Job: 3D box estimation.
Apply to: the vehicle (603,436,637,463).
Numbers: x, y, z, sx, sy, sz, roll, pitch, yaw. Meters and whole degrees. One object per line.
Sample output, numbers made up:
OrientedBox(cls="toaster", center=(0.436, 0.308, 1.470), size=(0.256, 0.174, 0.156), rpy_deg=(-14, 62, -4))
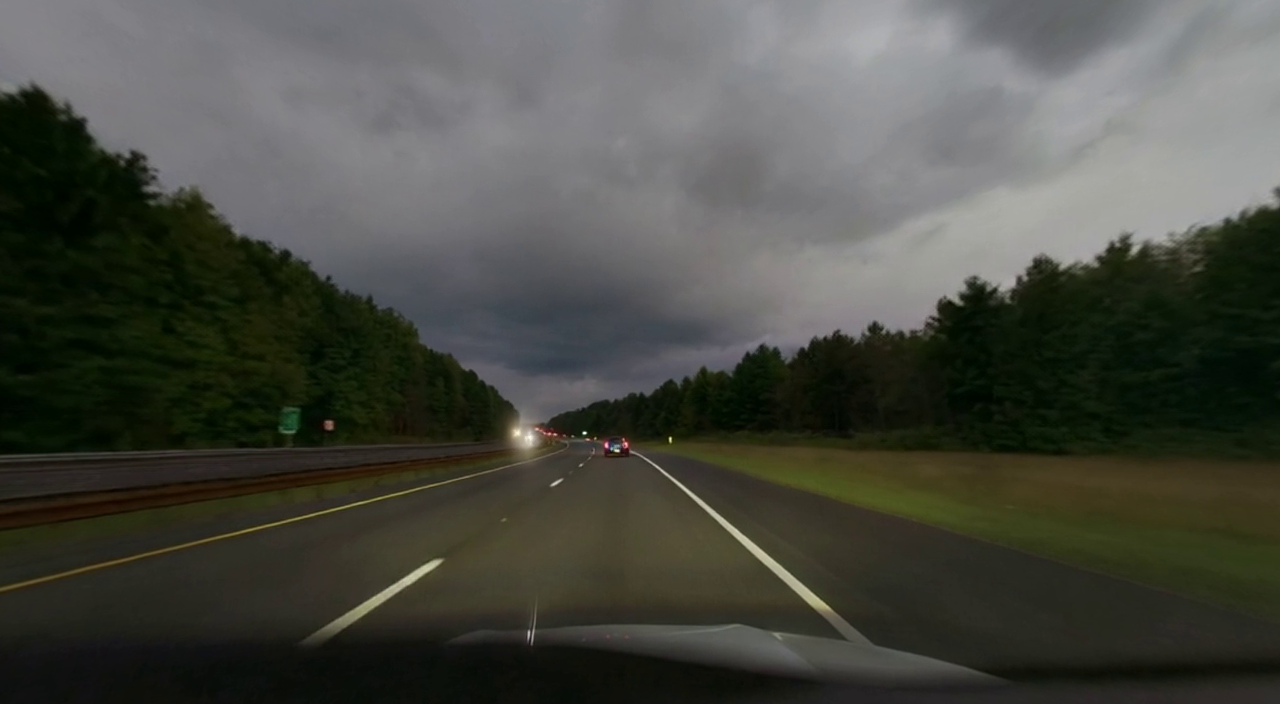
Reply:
OrientedBox(cls="vehicle", center=(-1.234, 5.986, 38.913), size=(2.004, 1.515, 3.968), rpy_deg=(0, -8, -2))
